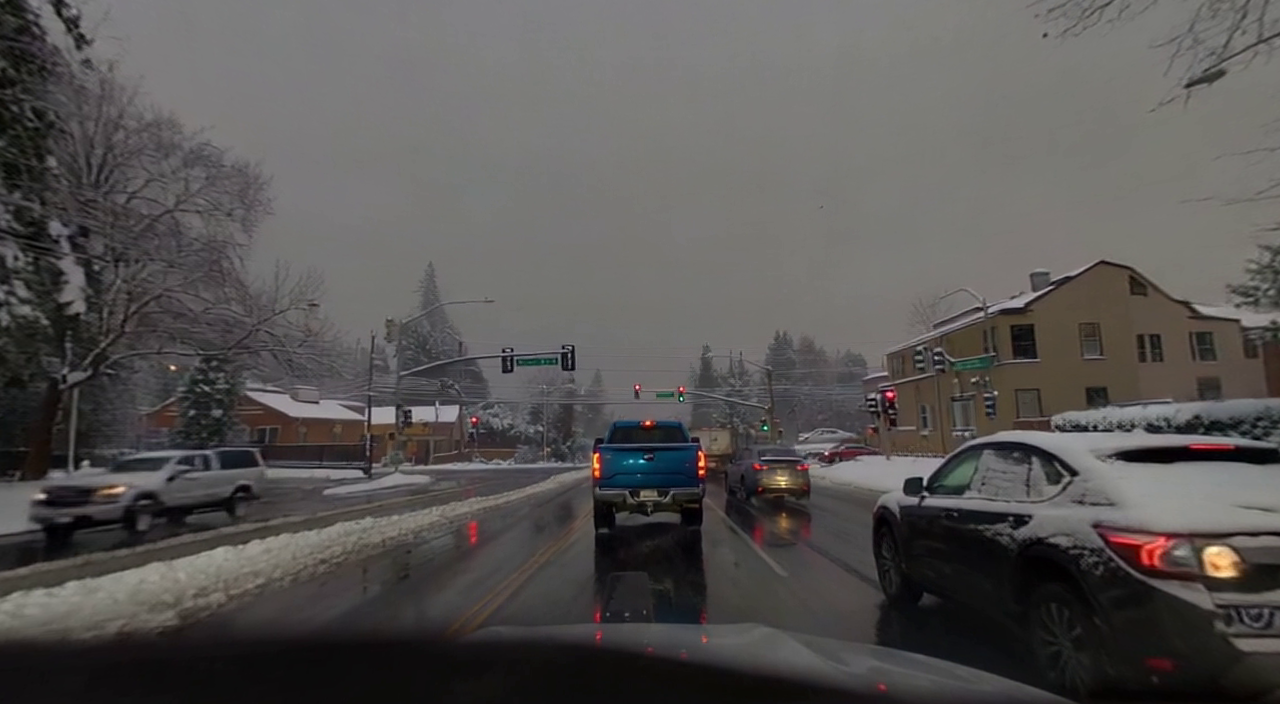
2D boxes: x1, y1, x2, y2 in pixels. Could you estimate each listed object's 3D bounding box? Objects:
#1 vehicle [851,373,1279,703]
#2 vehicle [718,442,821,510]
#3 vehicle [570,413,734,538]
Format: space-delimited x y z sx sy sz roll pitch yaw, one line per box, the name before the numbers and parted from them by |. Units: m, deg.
vehicle | 3.294 1.173 3.899 2.155 1.667 5.162 0 -9 0
vehicle | 3.471 3.404 17.831 1.957 1.646 4.355 0 -9 0
vehicle | 0.193 2.403 12.979 2.636 2.011 5.425 0 -9 0
